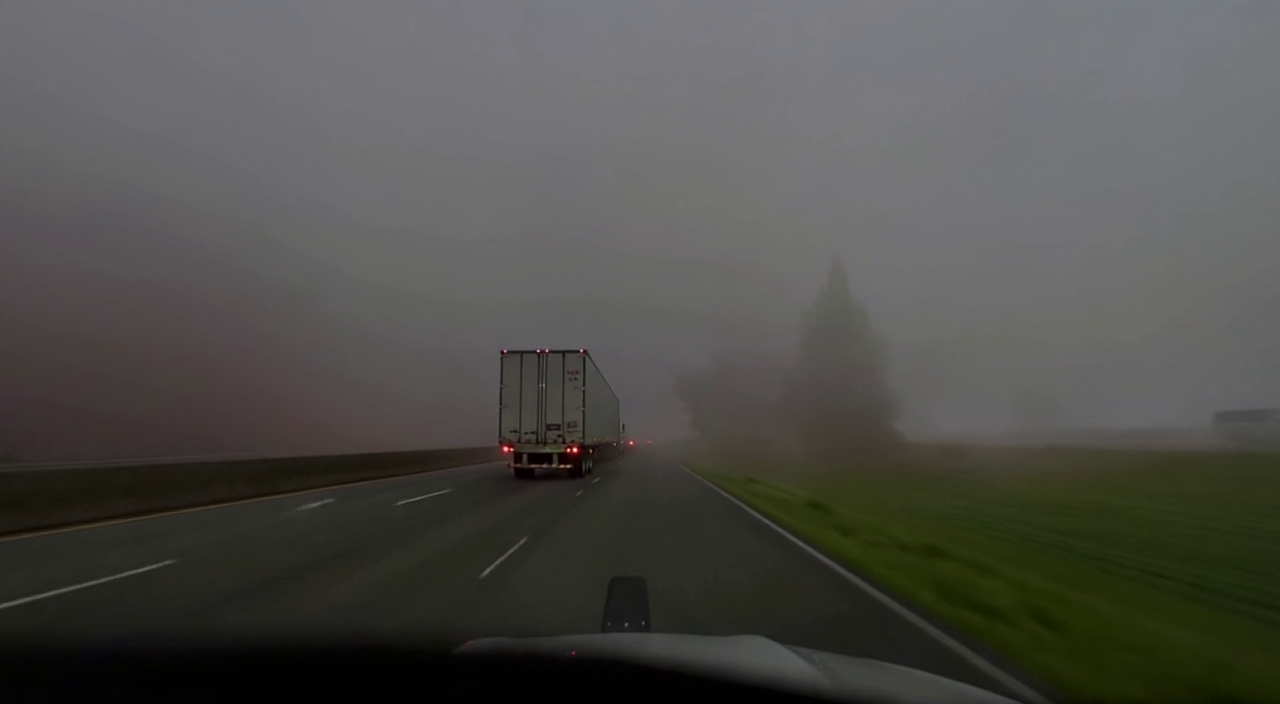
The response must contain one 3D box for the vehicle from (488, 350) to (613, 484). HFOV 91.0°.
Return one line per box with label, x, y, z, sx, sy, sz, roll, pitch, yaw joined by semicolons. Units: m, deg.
vehicle;-2.996;2.956;26.251;2.947;4.051;14.256;0;-8;1
